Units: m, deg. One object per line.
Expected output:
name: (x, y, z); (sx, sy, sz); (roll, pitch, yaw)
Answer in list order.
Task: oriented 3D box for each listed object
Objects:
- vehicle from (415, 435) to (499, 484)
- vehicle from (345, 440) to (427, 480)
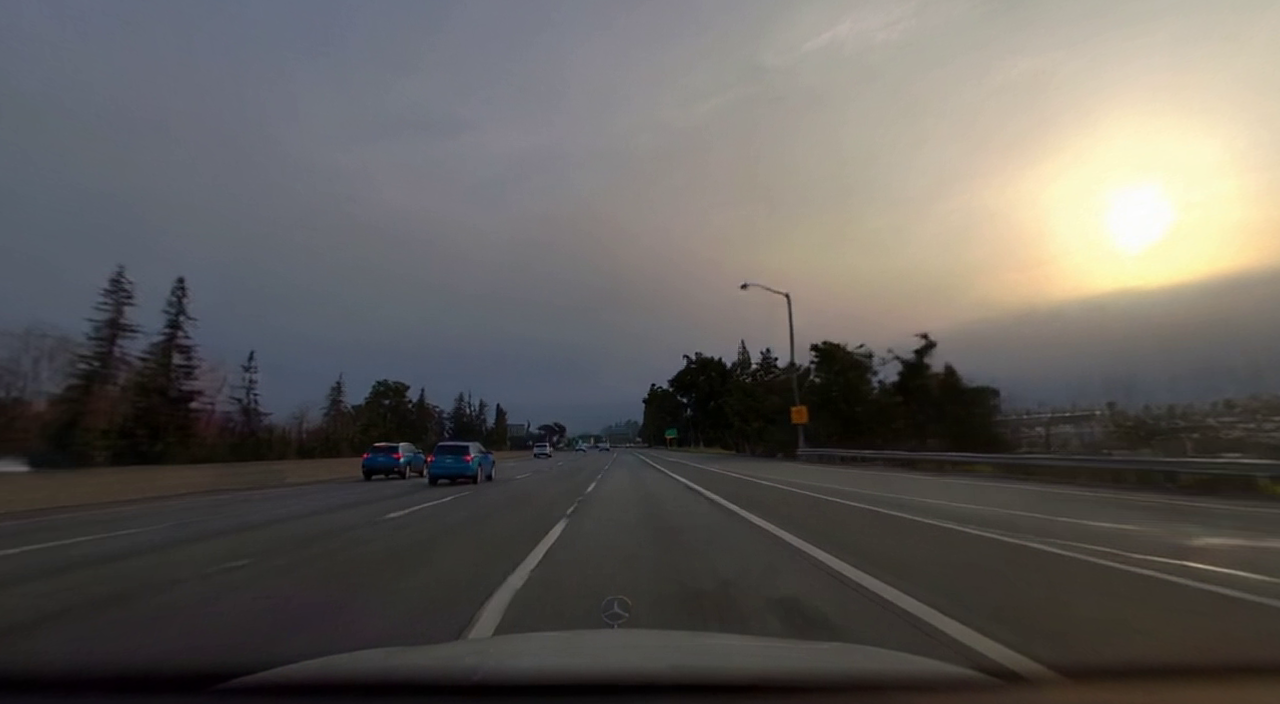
vehicle: (-7.316, 4.348, 25.741); (2.146, 1.766, 4.502); (0, -9, -1)
vehicle: (-11.656, 4.976, 29.325); (2.016, 1.711, 4.365); (0, -9, -1)
